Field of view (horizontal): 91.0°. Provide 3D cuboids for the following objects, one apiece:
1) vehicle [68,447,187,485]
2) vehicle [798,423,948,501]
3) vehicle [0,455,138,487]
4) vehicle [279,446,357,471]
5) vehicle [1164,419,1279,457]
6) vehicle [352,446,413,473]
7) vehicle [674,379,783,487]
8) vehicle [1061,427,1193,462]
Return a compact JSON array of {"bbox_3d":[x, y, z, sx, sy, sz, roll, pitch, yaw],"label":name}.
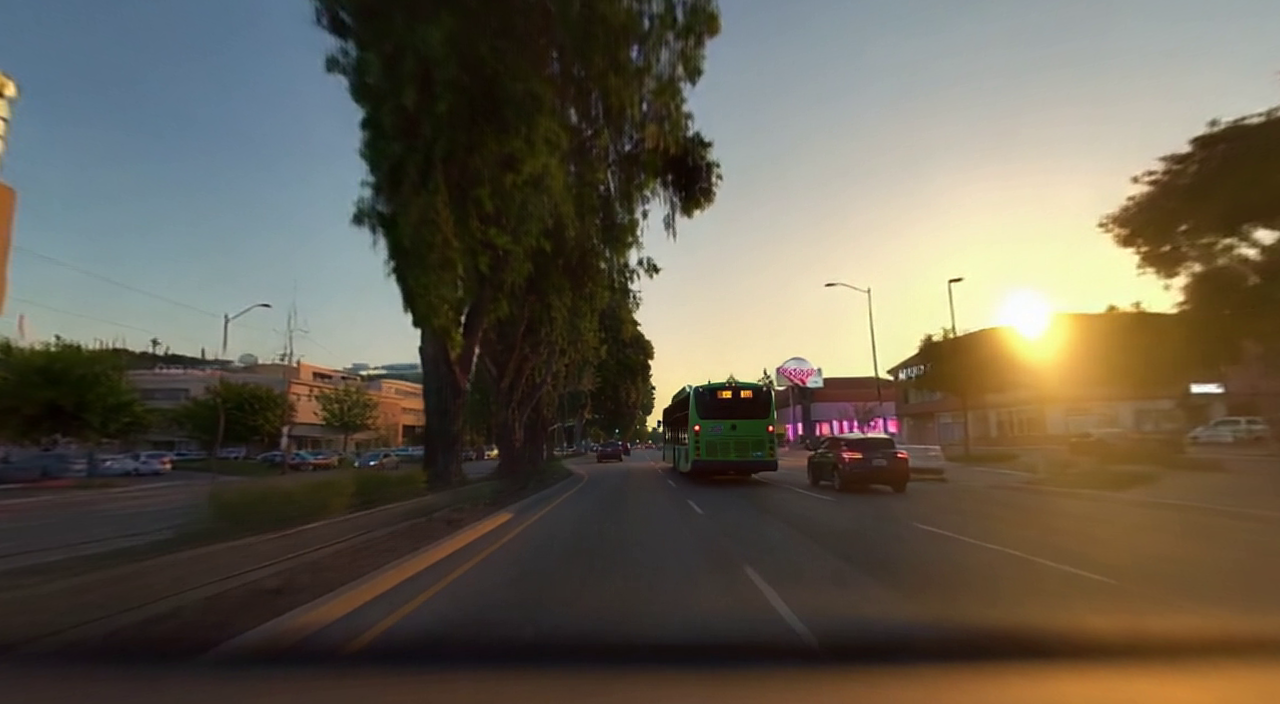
[{"bbox_3d":[-28.216,6.250,34.953,2.181,1.901,5.196,0,-8,1],"label":"vehicle"},{"bbox_3d":[5.927,2.856,16.779,2.129,1.754,4.668,0,-8,-1],"label":"vehicle"},{"bbox_3d":[-30.885,6.412,34.272,2.314,1.487,5.898,0,-9,-1],"label":"vehicle"},{"bbox_3d":[-25.197,8.321,49.350,4.857,1.846,2.185,0,-8,-2],"label":"vehicle"},{"bbox_3d":[27.260,4.000,29.064,4.499,1.685,2.065,2,-9,-9],"label":"vehicle"},{"bbox_3d":[-19.182,8.003,47.113,2.277,1.764,5.283,-2,-8,1],"label":"vehicle"},{"bbox_3d":[2.946,3.130,23.956,2.766,3.306,9.281,0,-8,0],"label":"vehicle"},{"bbox_3d":[21.891,4.152,28.359,4.589,1.480,1.979,1,-8,-10],"label":"vehicle"}]
